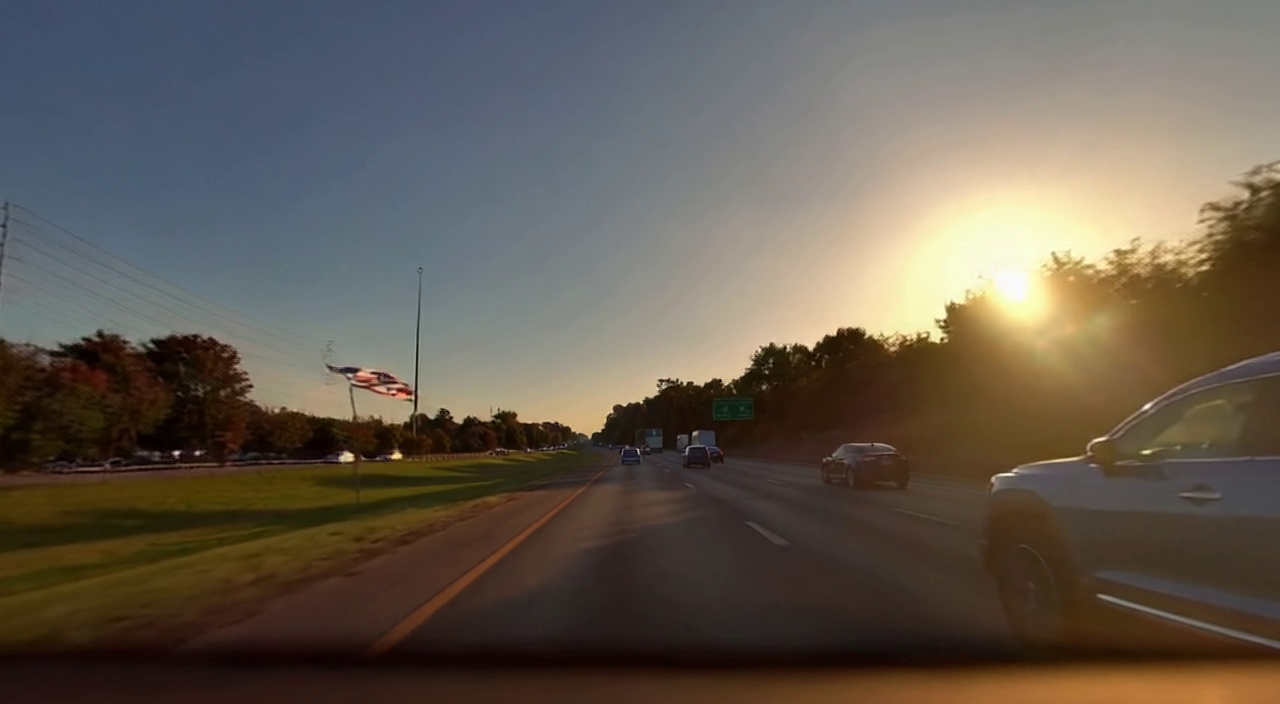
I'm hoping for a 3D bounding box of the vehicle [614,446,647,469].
[{"bbox_3d":[-0.602,6.922,41.719,2.085,1.449,3.860,0,-8,-1],"label":"vehicle"}]

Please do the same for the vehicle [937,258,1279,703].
[{"bbox_3d":[3.675,0.593,1.986,2.461,2.013,6.075,0,-8,-1],"label":"vehicle"}]

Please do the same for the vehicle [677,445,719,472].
[{"bbox_3d":[3.339,6.251,37.272,1.978,1.488,4.252,0,-8,-2],"label":"vehicle"}]

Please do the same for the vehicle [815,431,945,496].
[{"bbox_3d":[7.323,3.443,19.938,2.114,1.800,4.779,0,-8,-1],"label":"vehicle"}]
